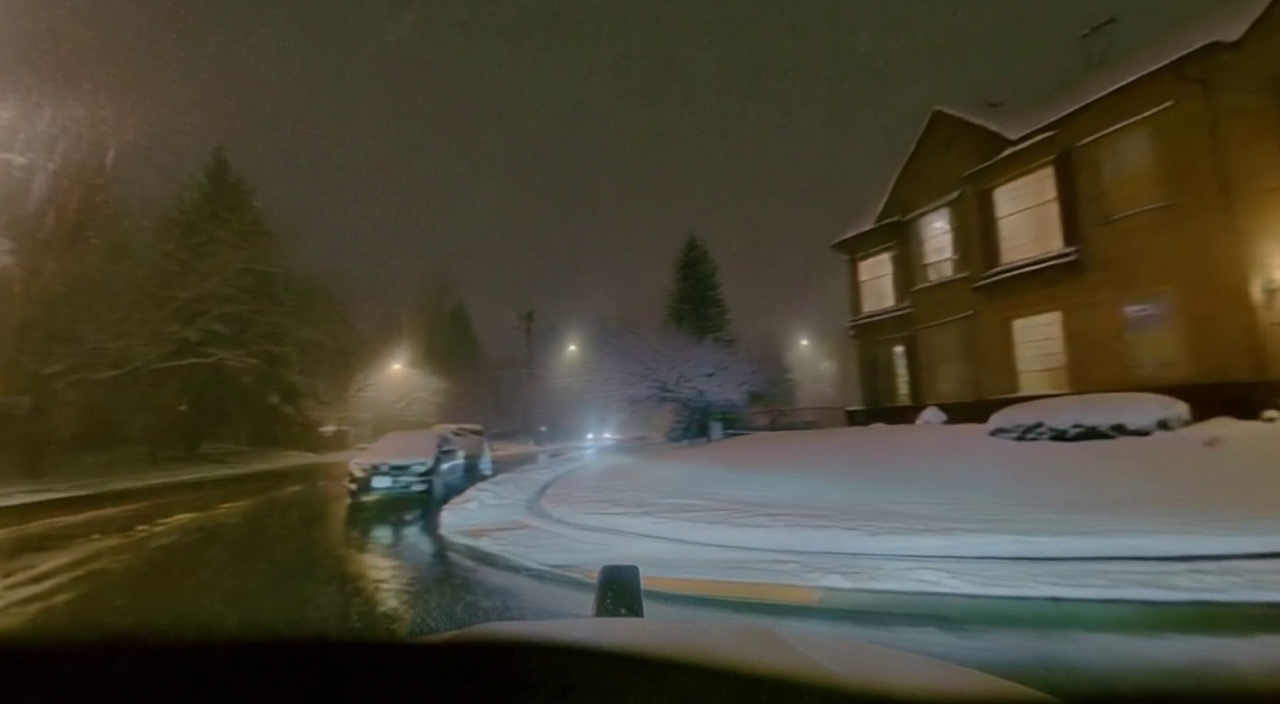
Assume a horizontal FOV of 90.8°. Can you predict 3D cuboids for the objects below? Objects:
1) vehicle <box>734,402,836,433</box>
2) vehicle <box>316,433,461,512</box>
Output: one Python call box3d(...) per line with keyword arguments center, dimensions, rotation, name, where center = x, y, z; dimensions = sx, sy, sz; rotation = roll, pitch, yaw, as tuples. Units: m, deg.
box3d(center=(7.617, 3.473, 33.497), dimensions=(4.799, 1.469, 2.010), rotation=(0, -8, -5), name="vehicle")
box3d(center=(-5.630, 2.713, 14.862), dimensions=(1.969, 1.493, 4.681), rotation=(0, -8, -7), name="vehicle")
